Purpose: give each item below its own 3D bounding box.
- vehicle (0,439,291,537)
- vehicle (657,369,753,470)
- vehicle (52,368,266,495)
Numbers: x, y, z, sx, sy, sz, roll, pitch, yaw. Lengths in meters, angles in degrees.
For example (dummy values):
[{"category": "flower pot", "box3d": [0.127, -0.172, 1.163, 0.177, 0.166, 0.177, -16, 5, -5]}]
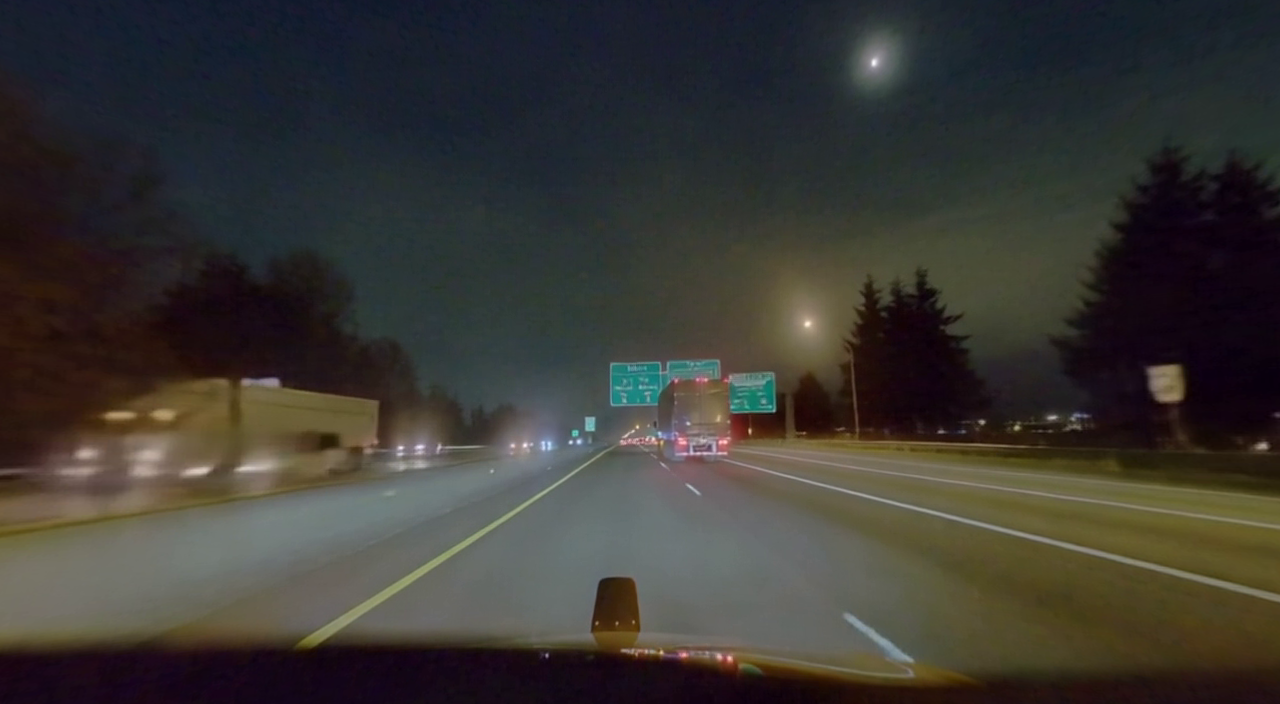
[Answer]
[{"category": "vehicle", "box3d": [-9.013, 2.429, 12.121, 2.015, 1.471, 4.662, 0, -8, -1]}, {"category": "vehicle", "box3d": [2.765, 3.567, 31.800, 2.954, 3.995, 13.335, 0, -8, -2]}, {"category": "vehicle", "box3d": [-17.203, 2.928, 23.256, 3.002, 4.059, 6.038, 0, -8, -1]}]
